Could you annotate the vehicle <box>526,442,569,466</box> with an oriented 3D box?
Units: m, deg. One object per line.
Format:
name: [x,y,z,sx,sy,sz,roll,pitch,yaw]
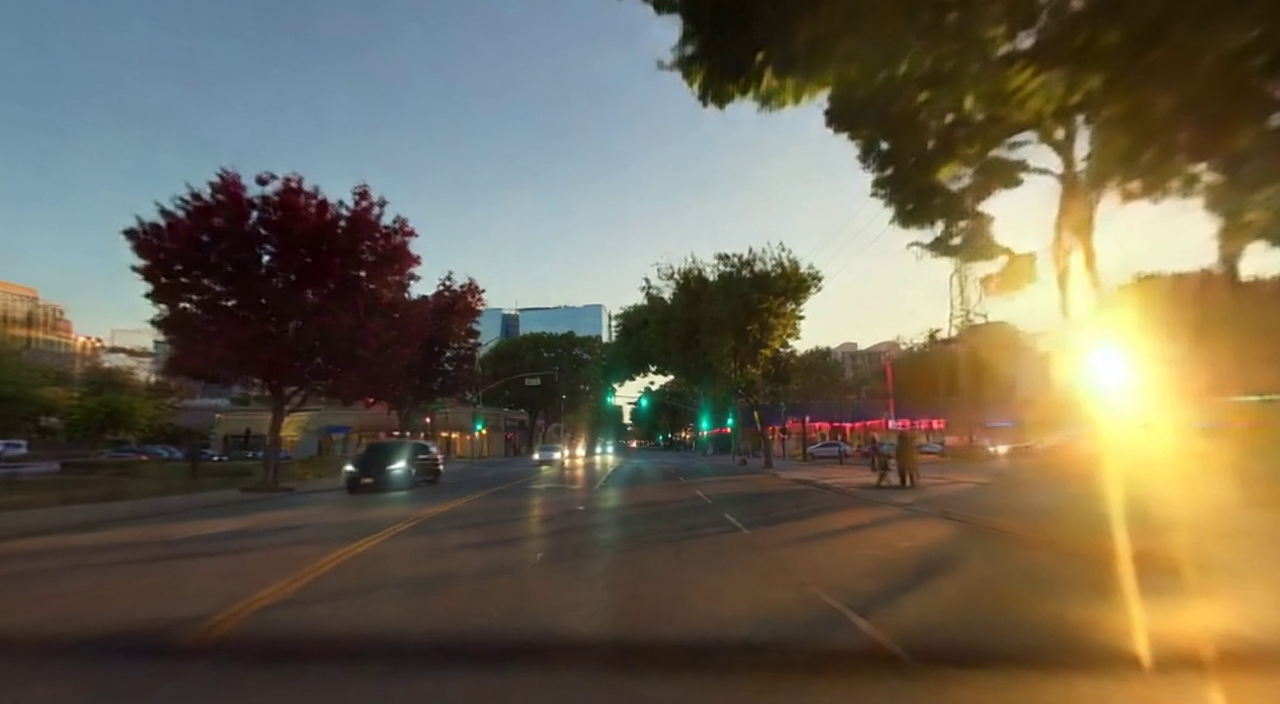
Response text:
vehicle: [-6.021,6.711,41.644,2.097,1.495,4.489,0,-8,1]

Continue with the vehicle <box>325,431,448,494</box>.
vehicle: [-8.586,3.773,21.980,2.242,1.919,4.922,0,-8,0]

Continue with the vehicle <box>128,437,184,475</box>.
vehicle: [-26.551,5.671,34.742,2.099,1.901,4.832,6,-10,-35]
